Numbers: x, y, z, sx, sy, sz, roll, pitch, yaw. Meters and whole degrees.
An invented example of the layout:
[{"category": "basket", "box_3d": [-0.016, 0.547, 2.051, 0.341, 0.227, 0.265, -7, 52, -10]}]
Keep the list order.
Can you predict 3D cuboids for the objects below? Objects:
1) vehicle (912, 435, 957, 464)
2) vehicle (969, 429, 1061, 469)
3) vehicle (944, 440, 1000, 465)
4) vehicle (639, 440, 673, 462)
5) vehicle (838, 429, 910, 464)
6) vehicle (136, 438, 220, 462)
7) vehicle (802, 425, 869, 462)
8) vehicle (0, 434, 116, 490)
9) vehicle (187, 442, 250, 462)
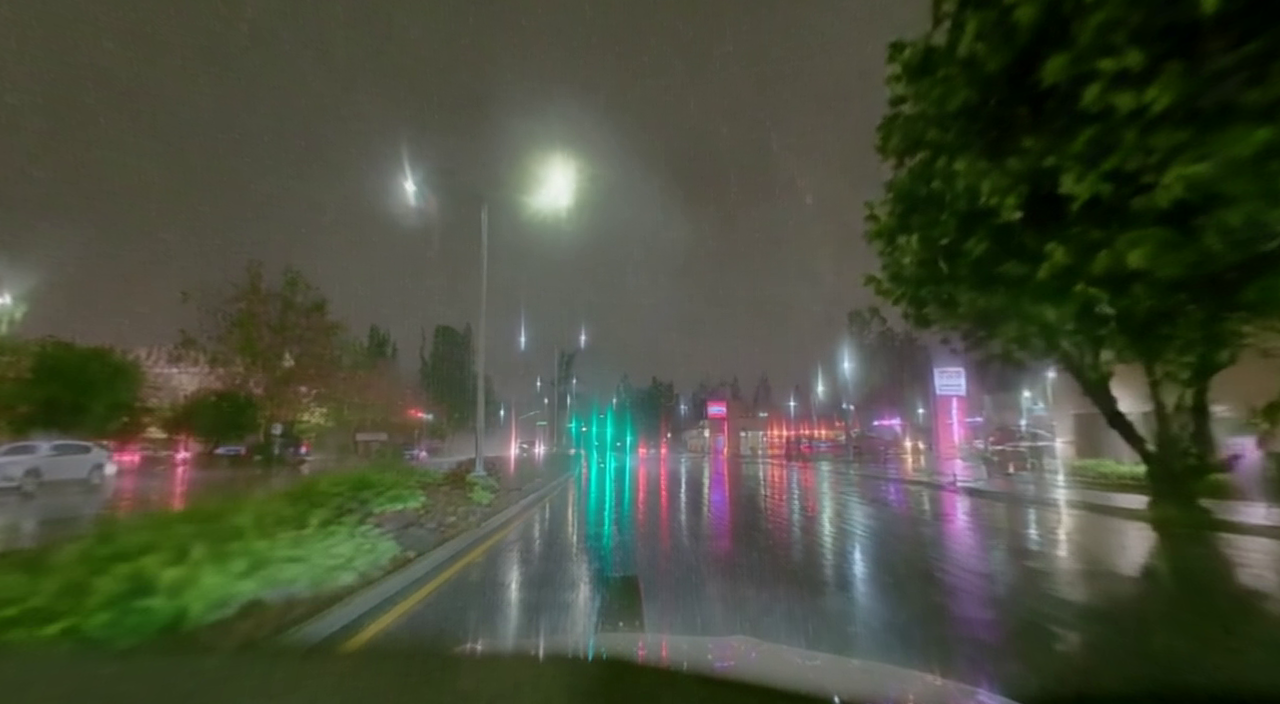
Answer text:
[{"category": "vehicle", "box_3d": [21.820, 7.252, 46.940, 2.747, 1.912, 6.426, -5, -10, 24]}, {"category": "vehicle", "box_3d": [27.814, 7.219, 47.235, 2.248, 2.714, 6.788, 2, -8, -5]}, {"category": "vehicle", "box_3d": [24.716, 7.502, 47.205, 1.917, 1.720, 4.071, 1, -8, 0]}, {"category": "vehicle", "box_3d": [1.087, 7.077, 45.430, 1.913, 1.473, 4.360, 0, -9, -5]}, {"category": "vehicle", "box_3d": [17.360, 6.970, 46.644, 2.727, 2.396, 5.918, -8, -12, 43]}, {"category": "vehicle", "box_3d": [-32.573, 6.919, 44.622, 4.240, 1.576, 2.038, 0, -9, -5]}, {"category": "vehicle", "box_3d": [15.136, 7.054, 48.606, 2.303, 2.641, 5.908, -9, -12, 44]}, {"category": "vehicle", "box_3d": [-19.914, 3.563, 20.712, 1.874, 1.651, 4.259, 0, -8, -2]}, {"category": "vehicle", "box_3d": [-31.759, 7.543, 47.654, 3.543, 1.363, 1.606, 2, -7, -5]}]
